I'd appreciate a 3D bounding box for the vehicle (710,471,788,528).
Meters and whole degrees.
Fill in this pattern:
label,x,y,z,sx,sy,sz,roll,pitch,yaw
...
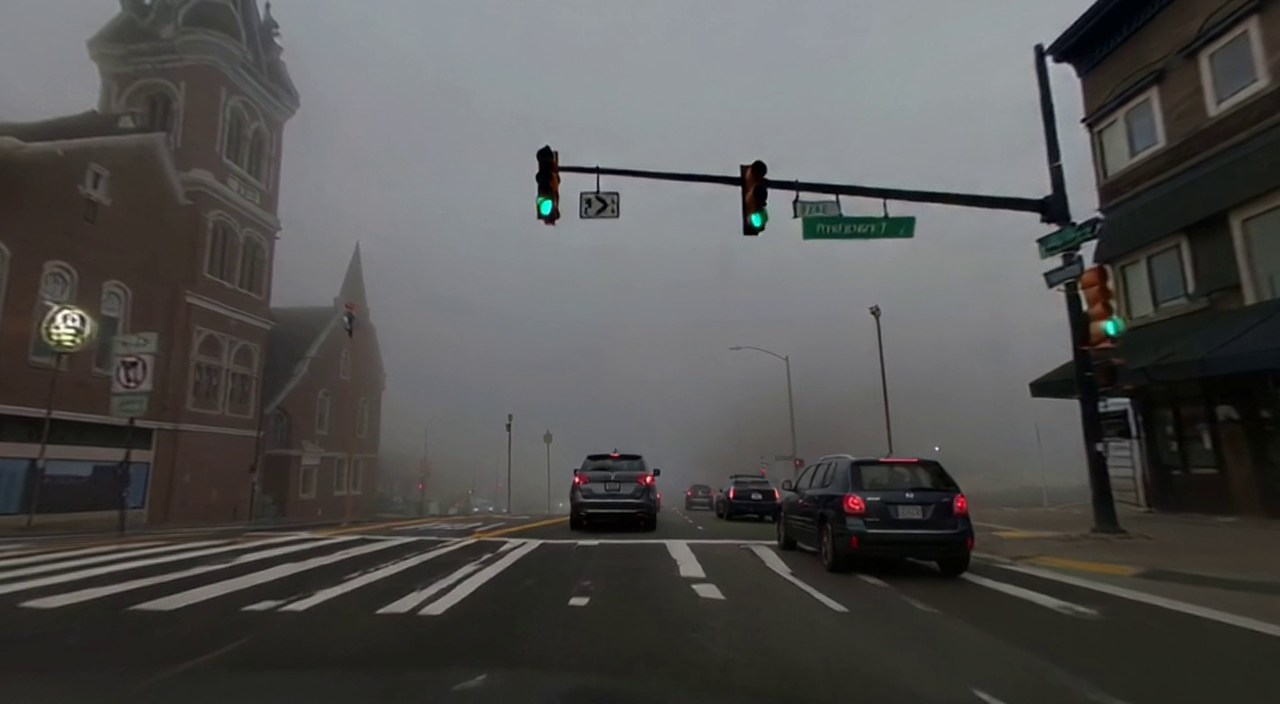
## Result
label,x,y,z,sx,sy,sz,roll,pitch,yaw
vehicle,3.461,4.750,20.766,1.890,1.491,4.166,0,-8,1

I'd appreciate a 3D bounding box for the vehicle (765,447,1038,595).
label,x,y,z,sx,sy,sz,roll,pitch,yaw
vehicle,3.152,2.091,8.818,1.883,1.472,4.471,0,-8,0

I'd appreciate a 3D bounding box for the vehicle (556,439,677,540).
label,x,y,z,sx,sy,sz,roll,pitch,yaw
vehicle,-0.436,2.774,13.461,2.168,1.776,4.135,0,-8,0
